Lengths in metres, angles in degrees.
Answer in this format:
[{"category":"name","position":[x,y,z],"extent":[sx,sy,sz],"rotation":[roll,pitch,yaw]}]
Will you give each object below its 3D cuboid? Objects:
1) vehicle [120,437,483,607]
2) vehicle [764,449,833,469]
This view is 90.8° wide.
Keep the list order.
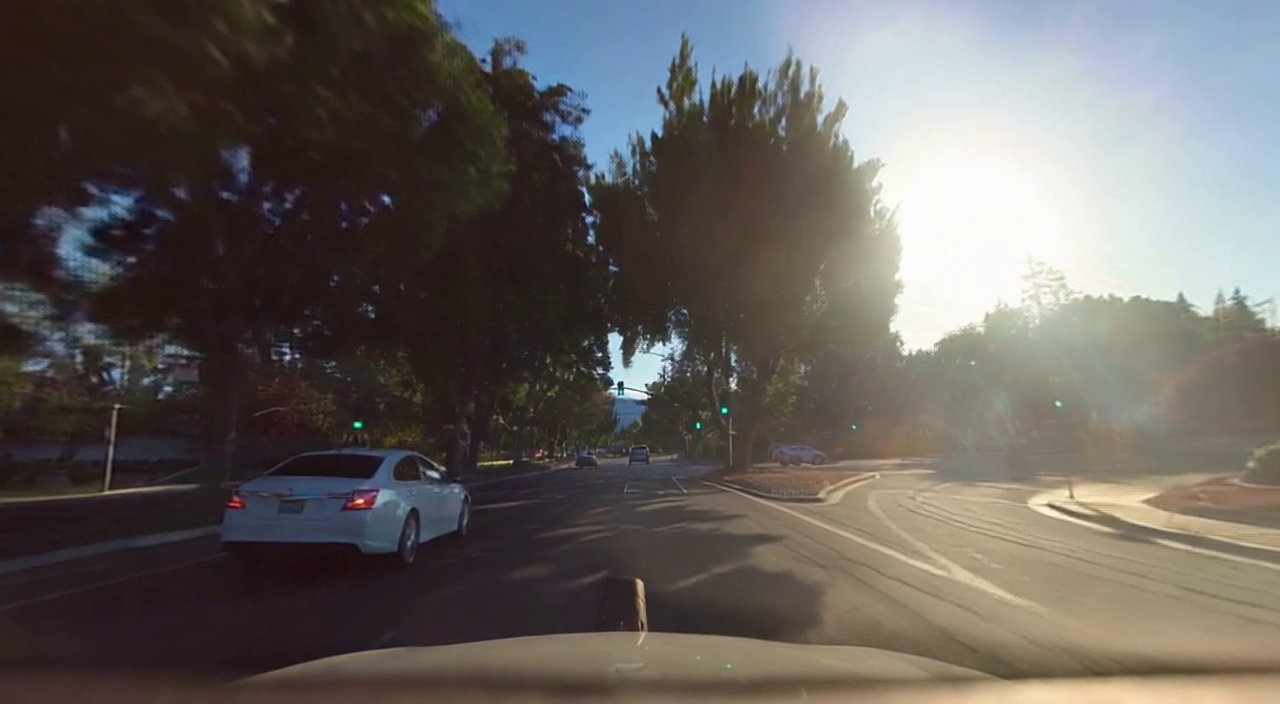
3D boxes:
[{"category":"vehicle","position":[-3.540,1.842,7.830],"extent":[1.968,1.459,4.433],"rotation":[0,-9,1]},{"category":"vehicle","position":[11.930,8.075,47.656],"extent":[4.632,1.473,1.889],"rotation":[1,-9,-3]}]
